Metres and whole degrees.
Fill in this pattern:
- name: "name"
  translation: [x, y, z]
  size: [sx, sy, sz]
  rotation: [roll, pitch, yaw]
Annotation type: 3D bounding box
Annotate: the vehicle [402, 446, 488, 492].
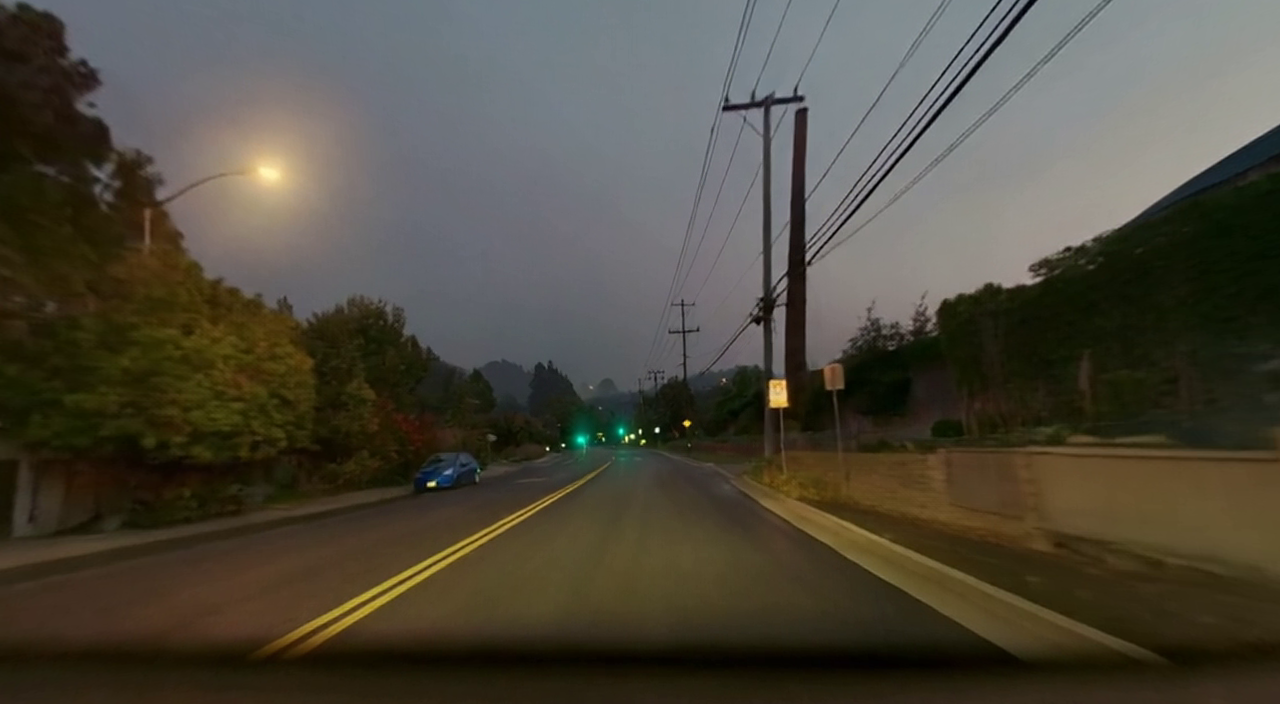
- name: "vehicle"
  translation: [-8.048, 4.845, 26.596]
  size: [2.114, 1.693, 4.468]
  rotation: [-1, -8, 2]
